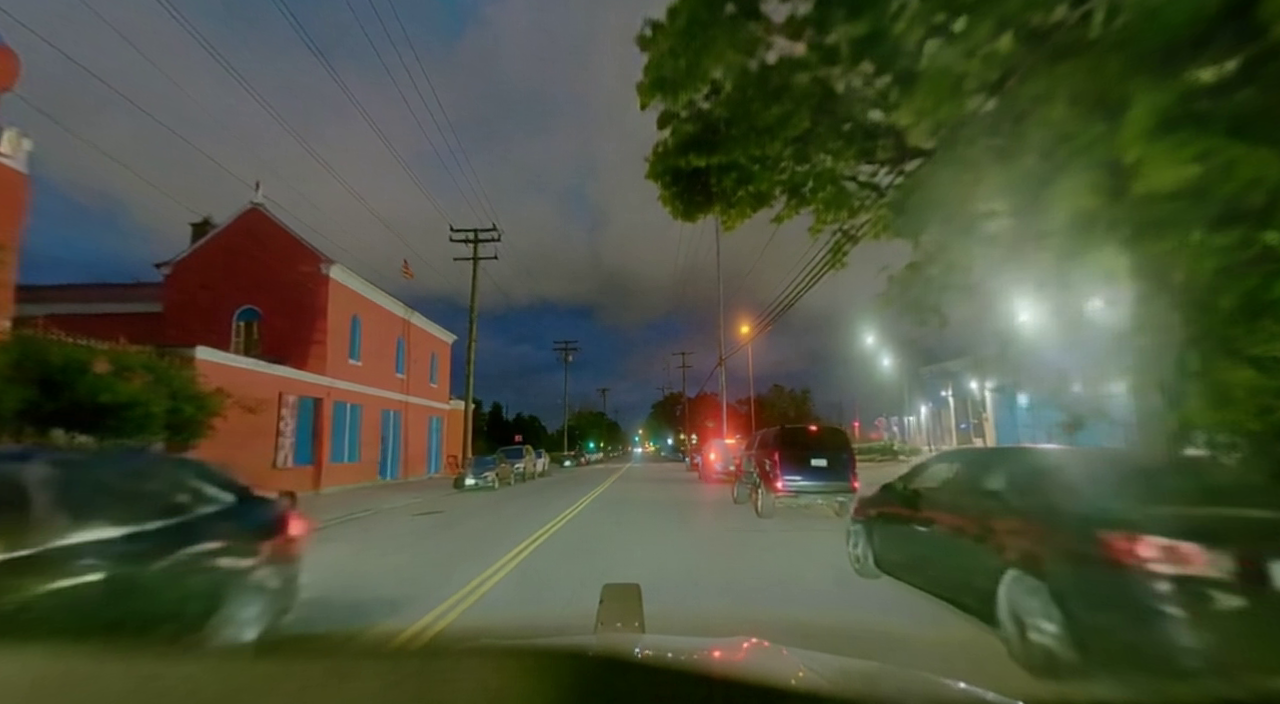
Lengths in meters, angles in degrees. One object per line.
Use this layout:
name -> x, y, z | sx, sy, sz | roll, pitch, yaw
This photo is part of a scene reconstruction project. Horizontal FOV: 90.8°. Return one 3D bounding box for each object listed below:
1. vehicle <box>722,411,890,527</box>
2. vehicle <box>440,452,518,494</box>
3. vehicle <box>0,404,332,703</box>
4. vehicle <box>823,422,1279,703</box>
vehicle -> 3.191, 2.397, 13.441 | 2.263, 1.996, 4.870 | 0, -9, 0
vehicle -> -6.310, 4.758, 25.324 | 1.844, 1.486, 4.474 | 0, -9, 2
vehicle -> -3.083, 0.903, 1.804 | 2.036, 1.515, 4.437 | -1, -9, 2
vehicle -> 3.088, 1.366, 4.769 | 1.966, 1.471, 4.552 | 0, -9, -1
